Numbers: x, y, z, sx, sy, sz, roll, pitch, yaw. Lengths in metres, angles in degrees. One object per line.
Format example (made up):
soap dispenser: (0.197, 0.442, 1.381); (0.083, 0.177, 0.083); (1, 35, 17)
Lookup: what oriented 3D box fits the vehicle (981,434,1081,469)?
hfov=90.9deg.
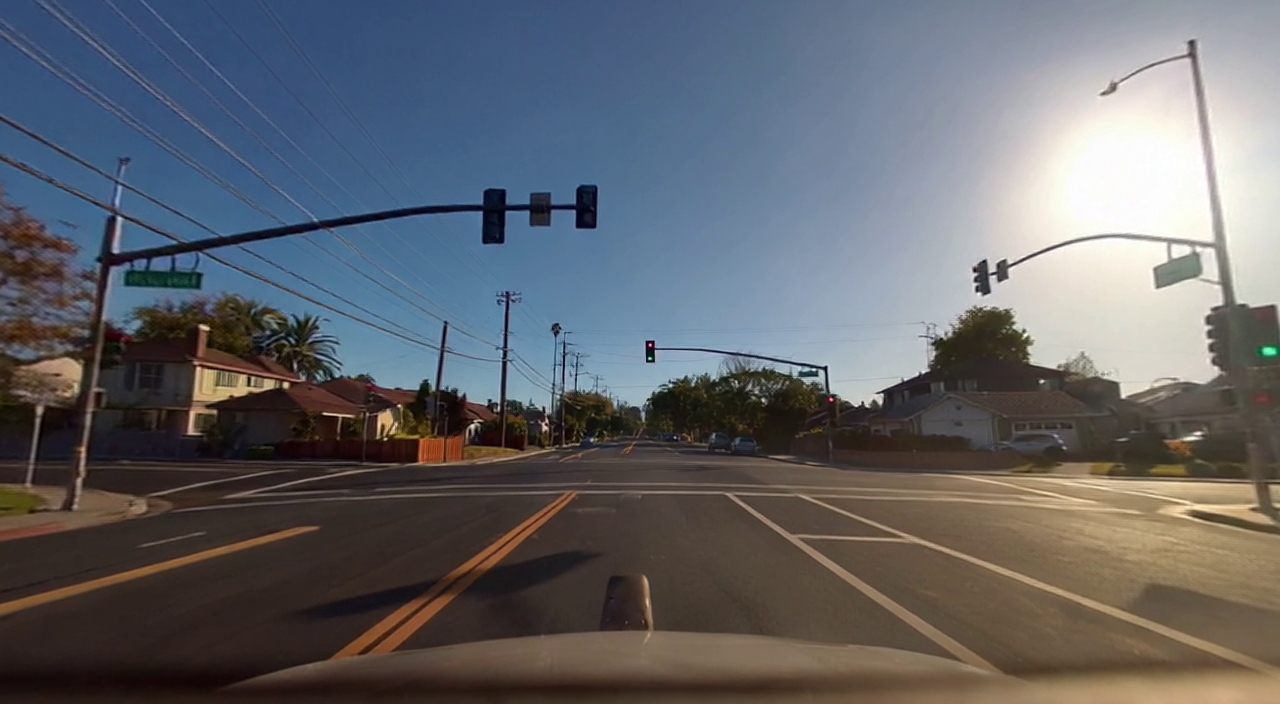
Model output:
vehicle: (22.917, 5.833, 37.207); (2.030, 1.927, 4.853); (2, -9, -14)
